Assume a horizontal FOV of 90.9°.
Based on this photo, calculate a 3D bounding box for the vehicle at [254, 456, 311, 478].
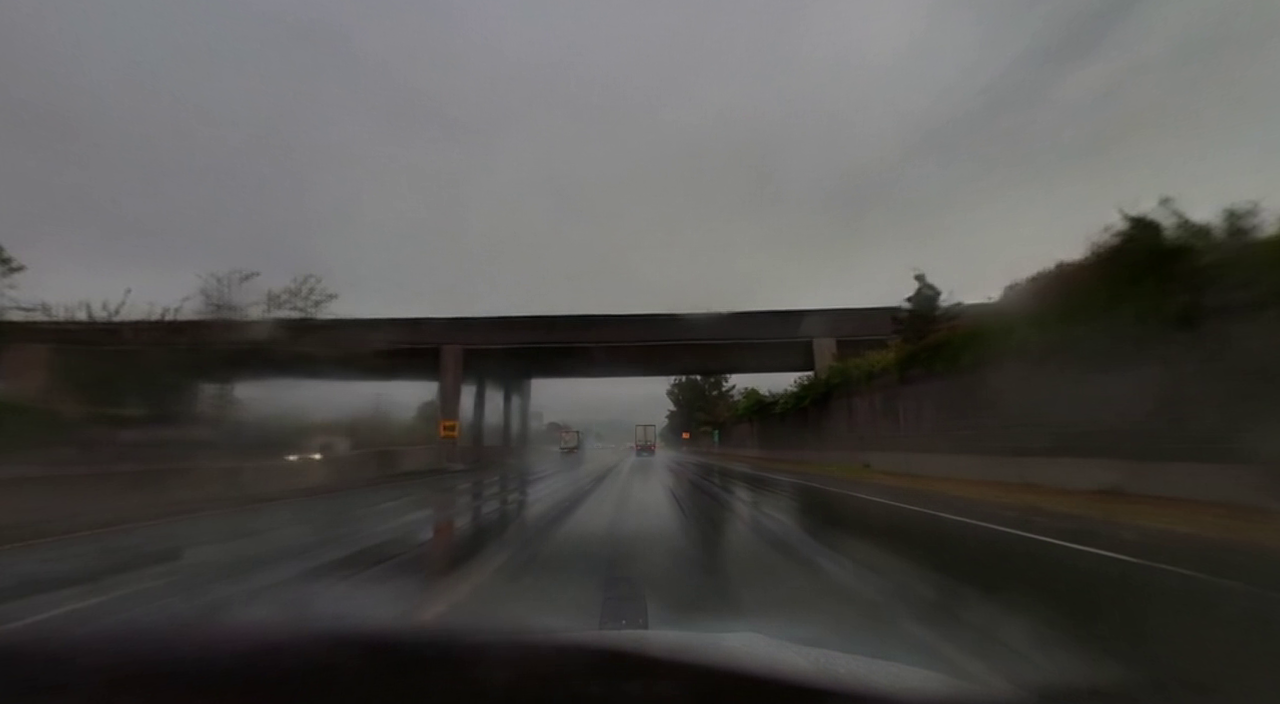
[{"bbox_3d":[-27.553,8.822,48.722,1.946,1.535,4.110,0,-8,0],"label":"vehicle"}]

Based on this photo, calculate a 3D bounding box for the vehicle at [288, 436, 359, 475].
[{"bbox_3d":[-23.495,7.669,47.093,2.199,2.684,5.865,0,-8,0],"label":"vehicle"}]
